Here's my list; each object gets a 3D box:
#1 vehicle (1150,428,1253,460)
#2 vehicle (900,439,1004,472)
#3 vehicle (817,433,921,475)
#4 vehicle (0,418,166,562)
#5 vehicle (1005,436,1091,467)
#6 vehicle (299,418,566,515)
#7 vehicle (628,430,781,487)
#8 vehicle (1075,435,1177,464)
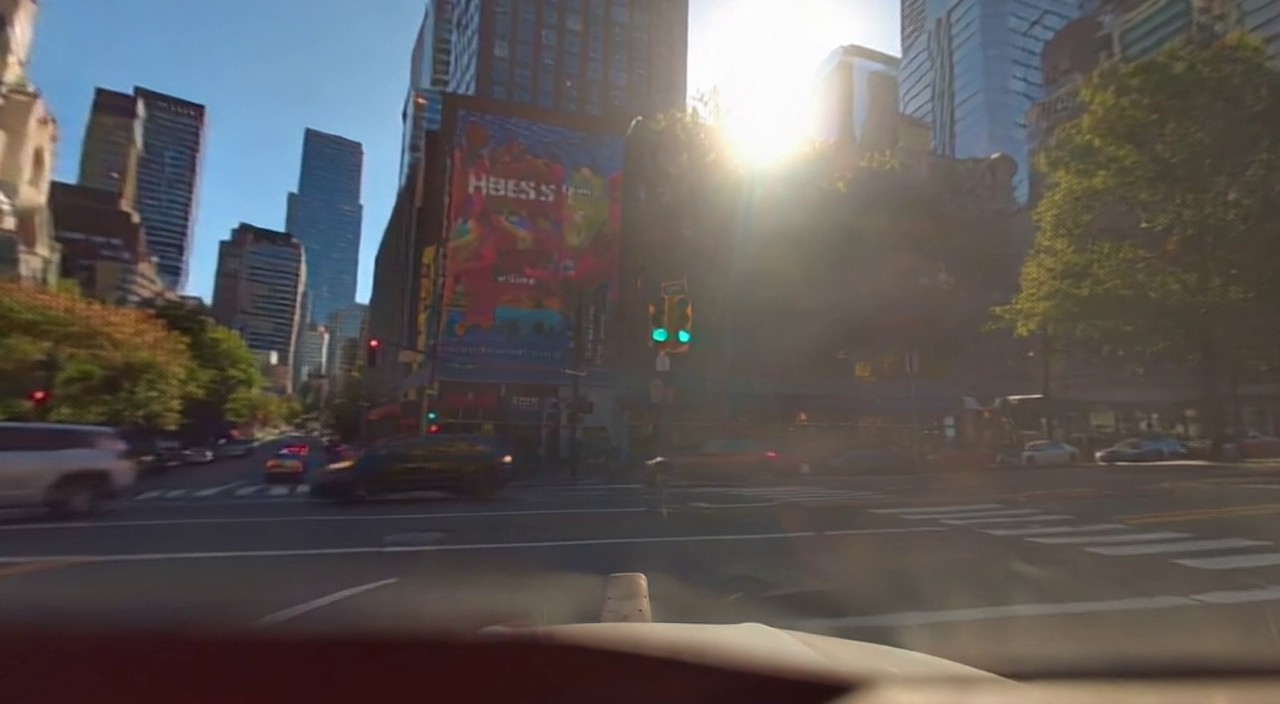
[{"bbox_3d":[31.335,5.156,35.218,4.502,1.696,1.884,2,-9,-13],"label":"vehicle"},{"bbox_3d":[15.518,5.130,31.470,4.418,1.556,1.814,2,-9,-14],"label":"vehicle"},{"bbox_3d":[11.039,4.912,30.547,4.289,1.875,1.963,2,-9,-14],"label":"vehicle"},{"bbox_3d":[-7.467,1.357,6.091,1.818,1.439,4.371,-2,-9,13],"label":"vehicle"},{"bbox_3d":[21.358,5.217,33.054,3.522,1.546,1.721,2,-9,-13],"label":"vehicle"},{"bbox_3d":[-4.067,2.250,12.862,4.749,1.624,1.926,6,-10,-36],"label":"vehicle"},{"bbox_3d":[1.949,3.237,19.461,4.291,1.606,1.859,2,-9,-16],"label":"vehicle"},{"bbox_3d":[26.140,5.244,33.933,4.494,1.481,1.783,2,-9,-13],"label":"vehicle"}]
